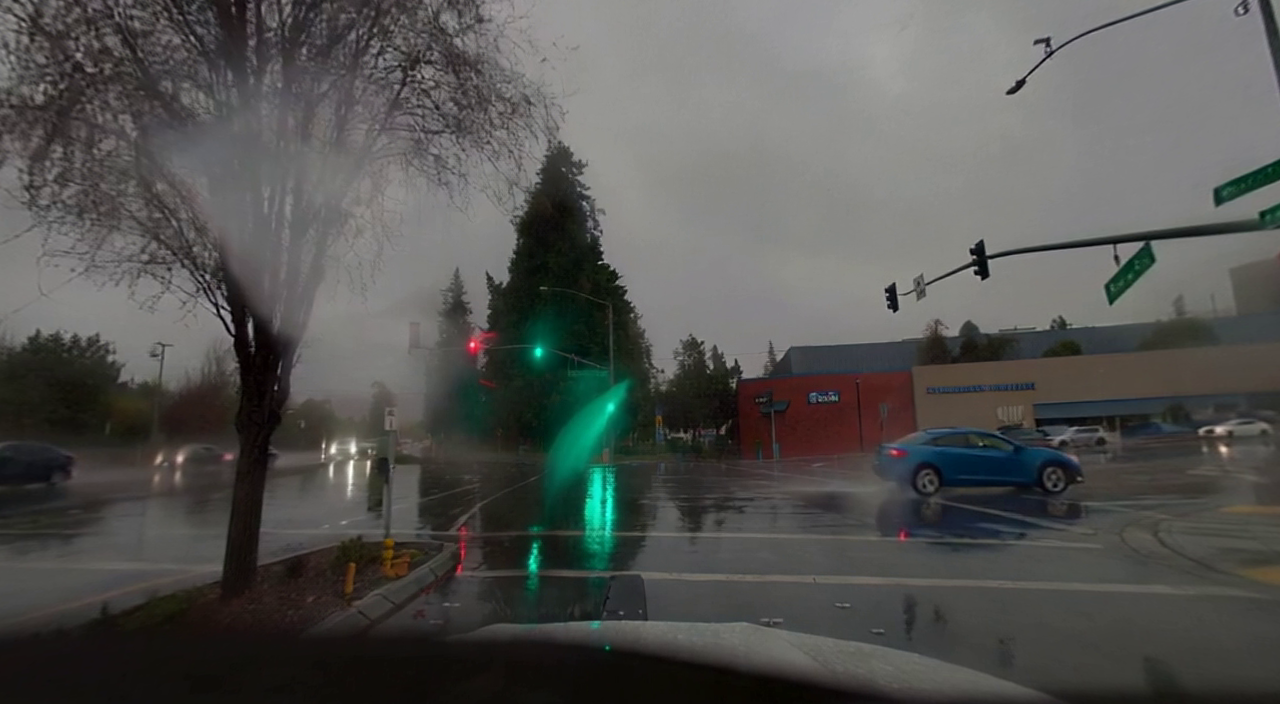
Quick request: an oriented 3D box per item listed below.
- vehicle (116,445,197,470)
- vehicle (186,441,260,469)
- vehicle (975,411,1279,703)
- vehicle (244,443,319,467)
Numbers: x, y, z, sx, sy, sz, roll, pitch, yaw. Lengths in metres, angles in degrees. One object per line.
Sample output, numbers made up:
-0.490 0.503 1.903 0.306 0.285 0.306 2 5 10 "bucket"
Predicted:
-34.099 7.427 44.610 2.079 1.681 4.675 0 -8 -2 "vehicle"
-27.160 6.698 41.212 1.886 1.694 4.420 0 -8 -2 "vehicle"
4.116 1.067 3.305 1.940 1.487 4.562 0 -8 -4 "vehicle"
-23.205 6.657 41.012 2.206 1.447 4.697 0 -8 -2 "vehicle"
